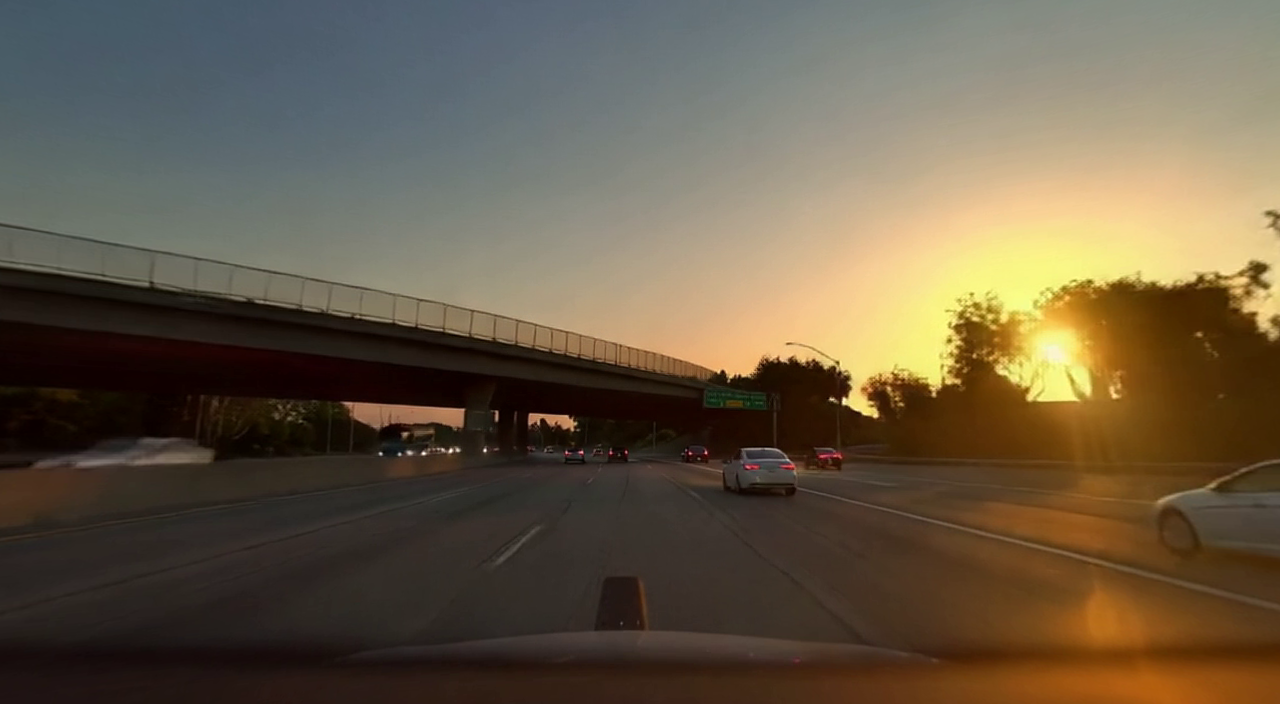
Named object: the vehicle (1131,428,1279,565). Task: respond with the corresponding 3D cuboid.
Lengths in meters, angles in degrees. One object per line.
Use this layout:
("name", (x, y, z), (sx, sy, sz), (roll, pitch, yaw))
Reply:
("vehicle", (8.685, 1.713, 7.402), (1.909, 1.634, 4.739), (0, -9, -1))

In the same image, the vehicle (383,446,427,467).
("vehicle", (-18.072, 8.053, 48.670), (1.861, 1.545, 4.299), (1, -9, -2))

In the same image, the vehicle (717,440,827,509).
("vehicle", (3.297, 3.157, 16.579), (1.975, 1.562, 3.823), (0, -9, -1))

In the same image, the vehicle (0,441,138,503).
("vehicle", (-16.840, 3.309, 17.646), (1.921, 1.515, 4.417), (0, -9, -1))
